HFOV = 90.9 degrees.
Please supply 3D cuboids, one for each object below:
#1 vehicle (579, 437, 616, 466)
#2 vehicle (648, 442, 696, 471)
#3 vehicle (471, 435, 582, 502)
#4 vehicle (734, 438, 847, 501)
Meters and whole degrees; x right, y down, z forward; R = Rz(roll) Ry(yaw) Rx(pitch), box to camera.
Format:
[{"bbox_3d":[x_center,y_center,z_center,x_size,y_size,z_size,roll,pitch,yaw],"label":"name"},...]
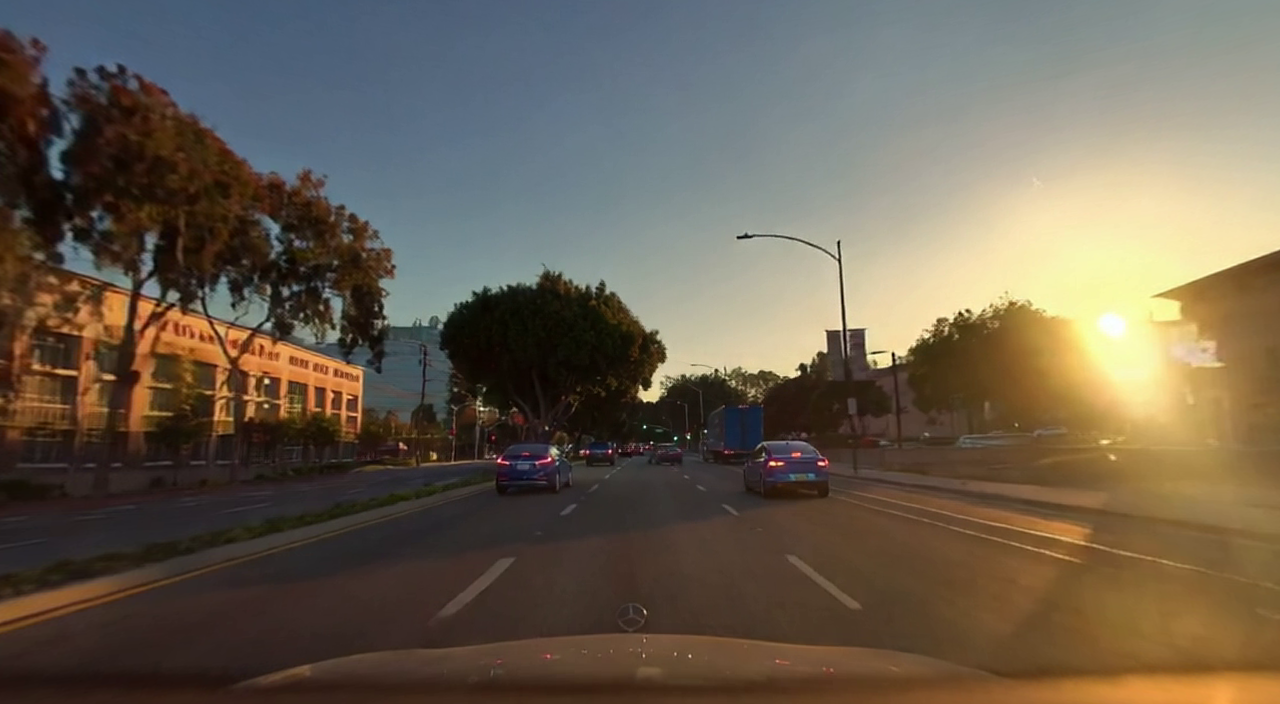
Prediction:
[{"bbox_3d":[-2.757,6.668,42.312,2.137,1.796,4.304,0,-8,1],"label":"vehicle"},{"bbox_3d":[1.639,5.609,34.030,2.020,1.461,4.326,1,-8,-5],"label":"vehicle"},{"bbox_3d":[-2.819,3.014,16.762,2.003,1.509,4.396,0,-8,2],"label":"vehicle"},{"bbox_3d":[3.818,3.048,16.817,1.972,1.452,4.189,0,-8,0],"label":"vehicle"}]
